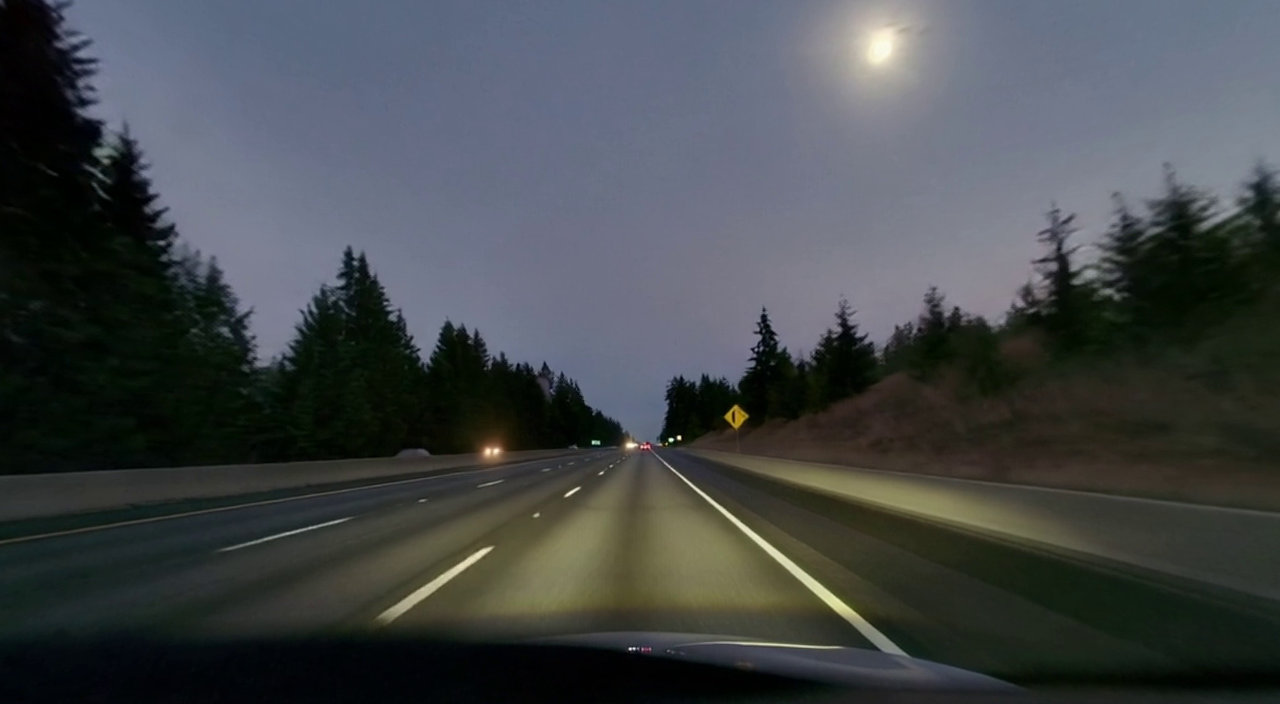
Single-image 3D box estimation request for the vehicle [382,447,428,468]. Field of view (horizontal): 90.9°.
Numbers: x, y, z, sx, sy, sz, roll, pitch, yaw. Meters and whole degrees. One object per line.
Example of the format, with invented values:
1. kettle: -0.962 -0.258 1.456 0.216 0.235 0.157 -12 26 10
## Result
1. vehicle: -17.463 7.832 47.113 1.785 1.450 4.263 0 -8 0
